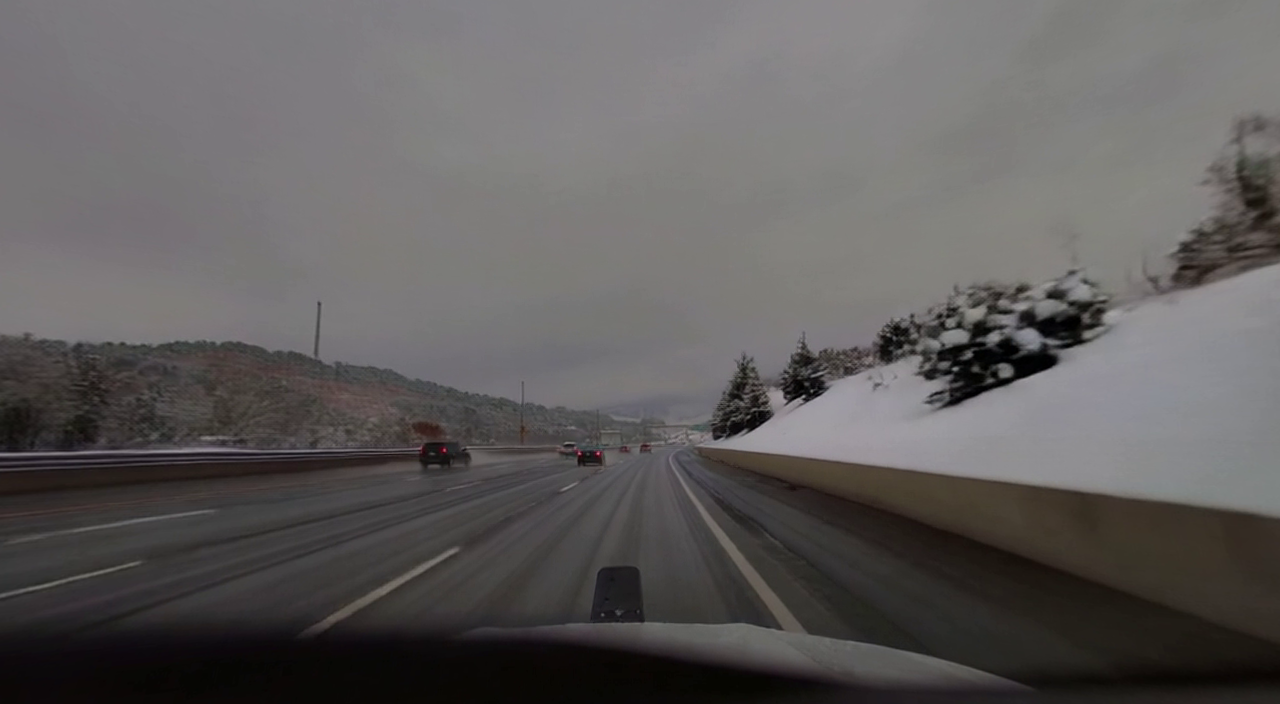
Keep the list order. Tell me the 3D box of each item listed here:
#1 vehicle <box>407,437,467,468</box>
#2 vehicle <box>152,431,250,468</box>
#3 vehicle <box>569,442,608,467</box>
[{"bbox_3d":[-12.676,6.292,39.769,2.076,1.766,4.831,0,-8,2],"label":"vehicle"},{"bbox_3d":[-32.697,7.289,47.351,2.219,2.546,6.742,-1,-8,2],"label":"vehicle"},{"bbox_3d":[-3.149,6.353,39.374,1.931,1.492,4.076,0,-8,2],"label":"vehicle"}]
